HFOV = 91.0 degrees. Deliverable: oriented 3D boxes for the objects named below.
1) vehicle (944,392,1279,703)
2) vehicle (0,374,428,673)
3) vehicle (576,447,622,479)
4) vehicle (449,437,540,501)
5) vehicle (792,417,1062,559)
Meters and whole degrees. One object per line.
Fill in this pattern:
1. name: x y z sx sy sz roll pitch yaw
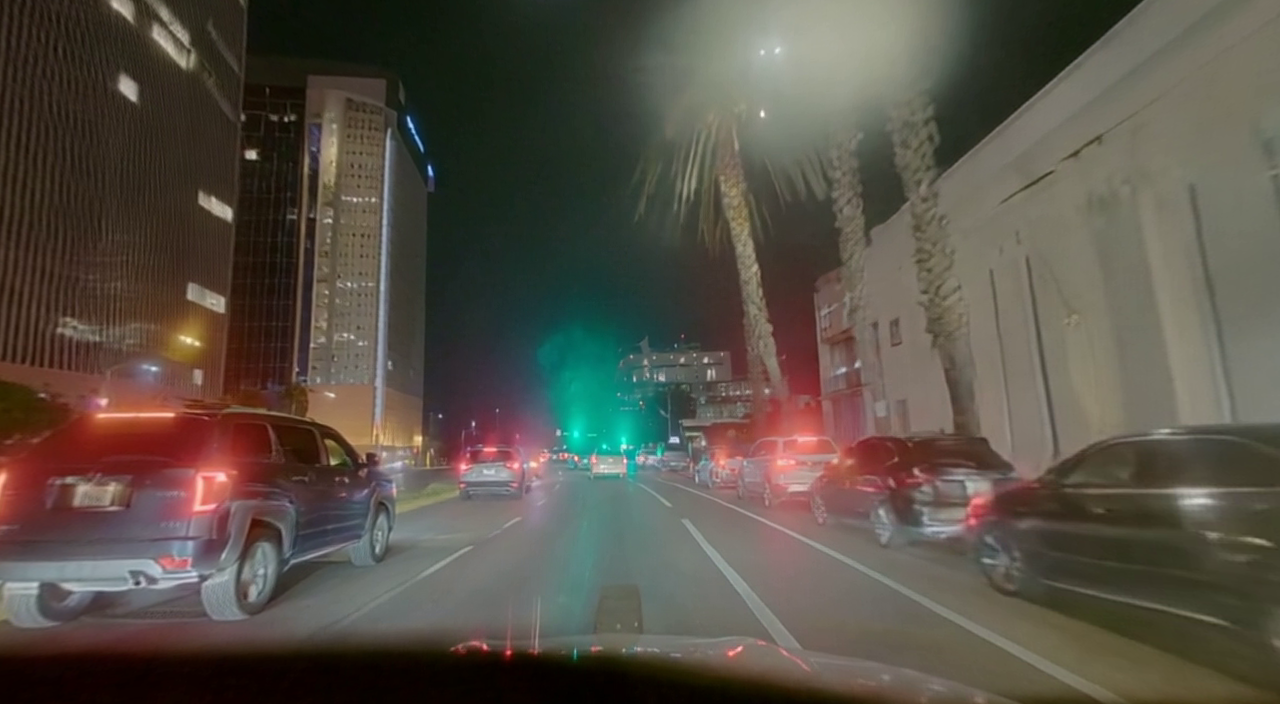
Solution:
1. vehicle: 4.091 1.155 4.147 1.773 1.584 4.553 0 -9 -2
2. vehicle: -3.669 1.357 5.982 1.800 1.797 4.224 0 -9 0
3. vehicle: -2.128 5.563 31.770 2.036 1.461 3.890 1 -9 -7
4. vehicle: -4.352 3.556 19.548 2.014 1.740 4.392 0 -9 -3
5. vehicle: 3.982 1.978 9.888 1.895 1.663 4.732 0 -9 -1
